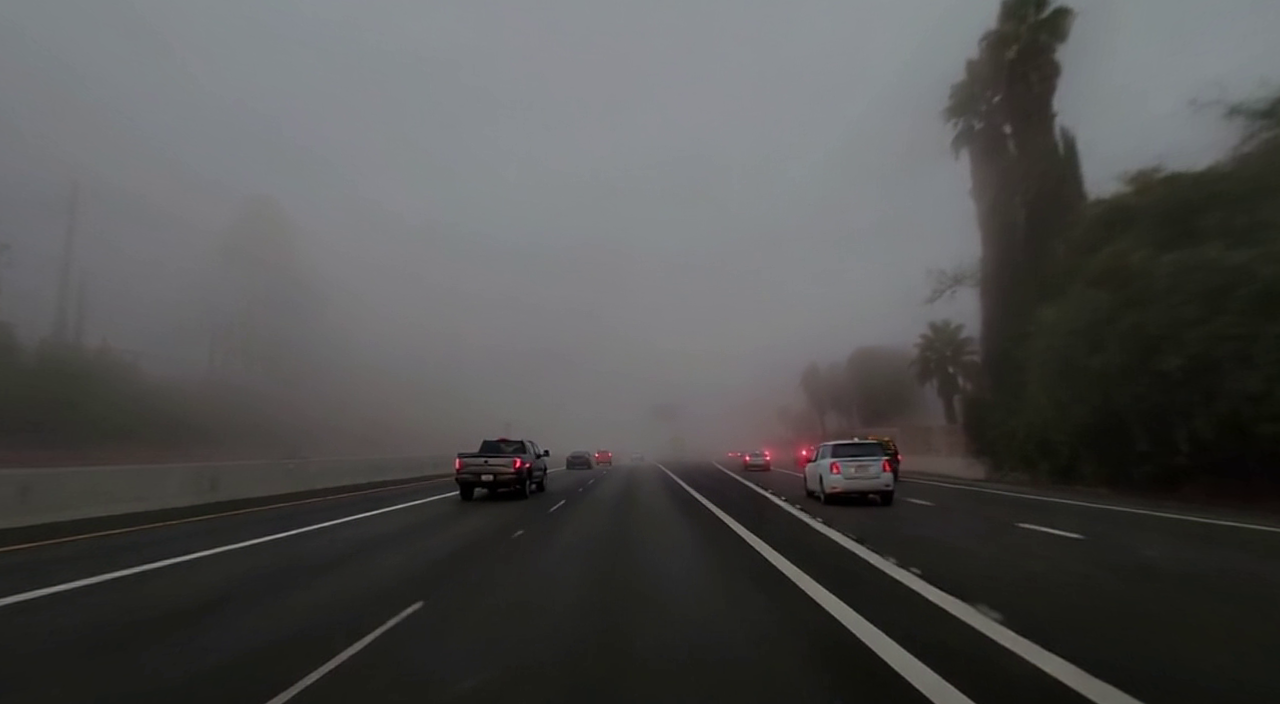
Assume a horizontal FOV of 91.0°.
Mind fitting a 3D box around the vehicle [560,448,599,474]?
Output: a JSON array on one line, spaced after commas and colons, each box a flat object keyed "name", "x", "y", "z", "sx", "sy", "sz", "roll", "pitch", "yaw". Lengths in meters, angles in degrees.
[{"name": "vehicle", "x": -3.868, "y": 7.061, "z": 41.072, "sx": 2.052, "sy": 1.545, "sz": 4.470, "roll": 0, "pitch": -9, "yaw": 1}]

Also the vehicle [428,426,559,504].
[{"name": "vehicle", "x": -4.038, "y": 3.285, "z": 18.762, "sx": 2.420, "sy": 1.937, "sz": 5.916, "roll": 0, "pitch": -9, "yaw": 1}]

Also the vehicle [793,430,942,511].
[{"name": "vehicle", "x": 5.798, "y": 3.101, "z": 16.955, "sx": 2.303, "sy": 1.791, "sz": 5.247, "roll": -1, "pitch": -9, "yaw": 4}]
